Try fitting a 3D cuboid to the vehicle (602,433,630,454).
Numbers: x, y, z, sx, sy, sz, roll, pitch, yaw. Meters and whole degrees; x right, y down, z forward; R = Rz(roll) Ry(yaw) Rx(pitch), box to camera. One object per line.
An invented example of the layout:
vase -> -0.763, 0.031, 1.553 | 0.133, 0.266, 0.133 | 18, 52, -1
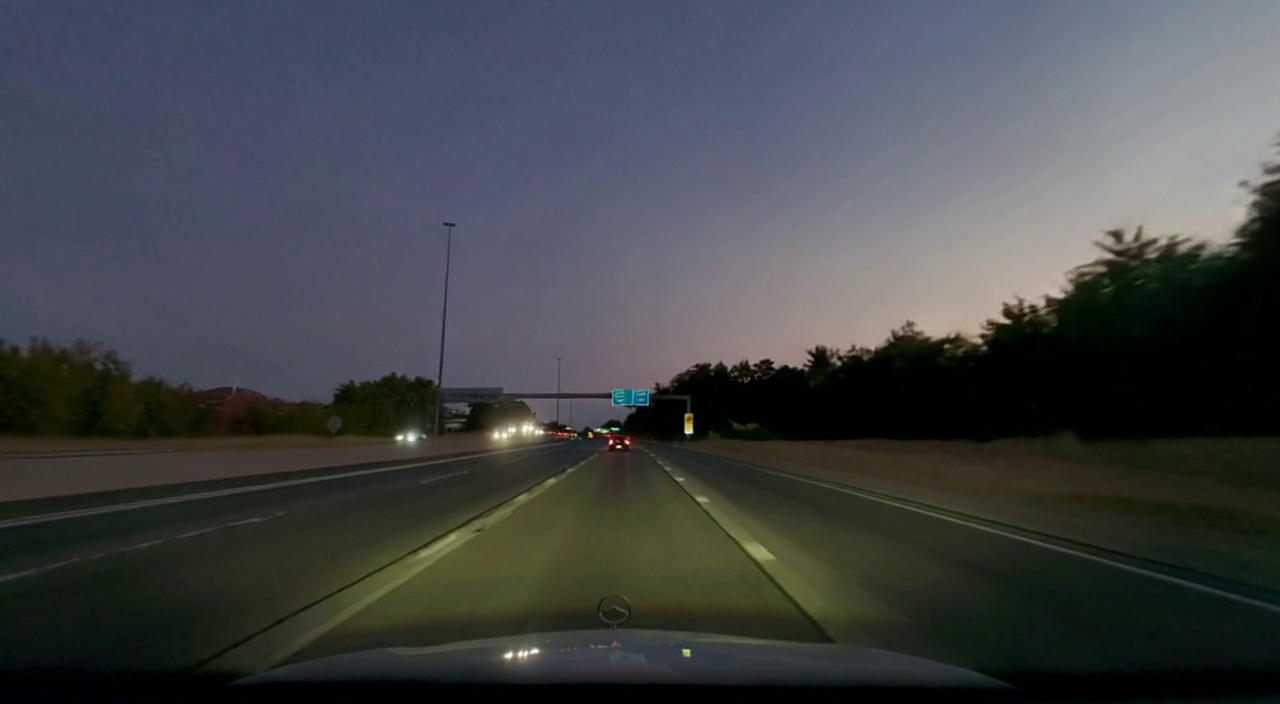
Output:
vehicle -> -1.796, 6.829, 47.180 | 2.000, 1.491, 3.913 | 0, -8, -2
